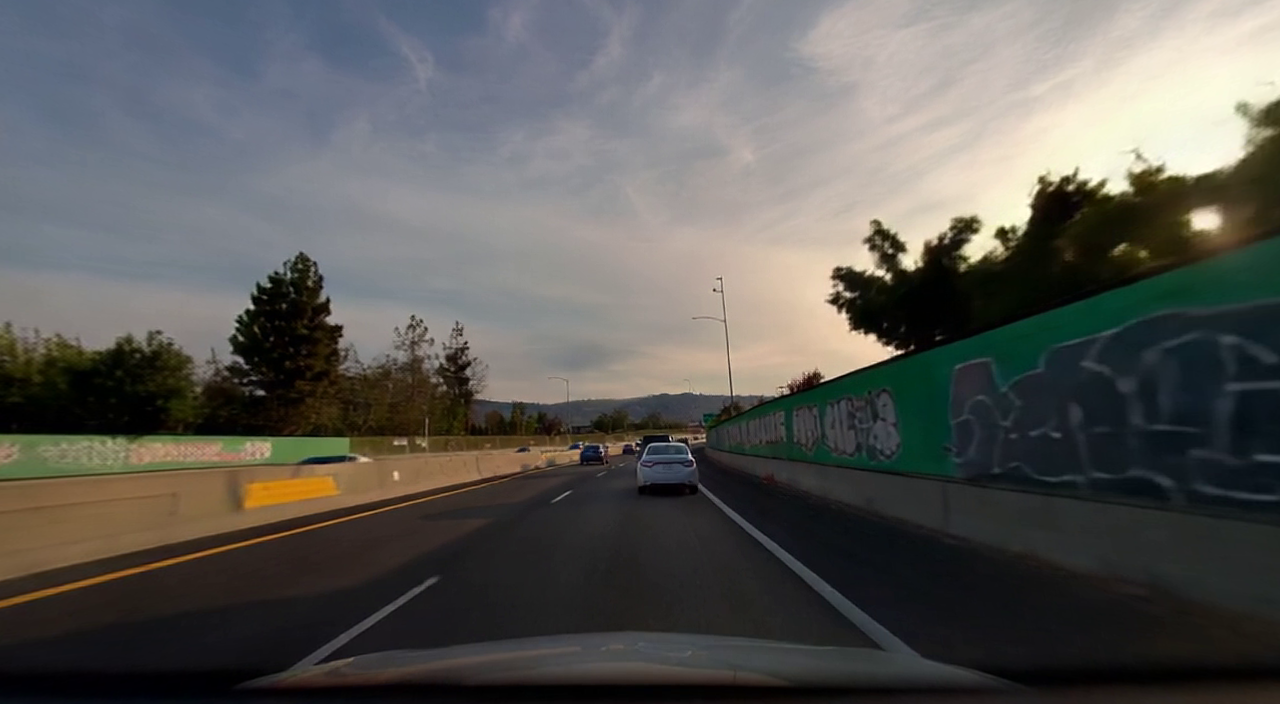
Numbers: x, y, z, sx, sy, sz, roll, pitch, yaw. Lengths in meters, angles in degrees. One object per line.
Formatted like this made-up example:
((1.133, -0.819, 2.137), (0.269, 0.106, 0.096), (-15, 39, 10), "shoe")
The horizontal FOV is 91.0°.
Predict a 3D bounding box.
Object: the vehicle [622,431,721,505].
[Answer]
((0.679, 2.733, 15.222), (2.077, 1.533, 3.854), (0, -8, 1), "vehicle")

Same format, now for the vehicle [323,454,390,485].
((-14.255, 5.880, 31.804), (1.684, 1.412, 3.399), (0, -8, 2), "vehicle")

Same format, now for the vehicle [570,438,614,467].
((-2.691, 5.734, 36.163), (2.105, 1.571, 3.727), (-1, -8, 3), "vehicle")
